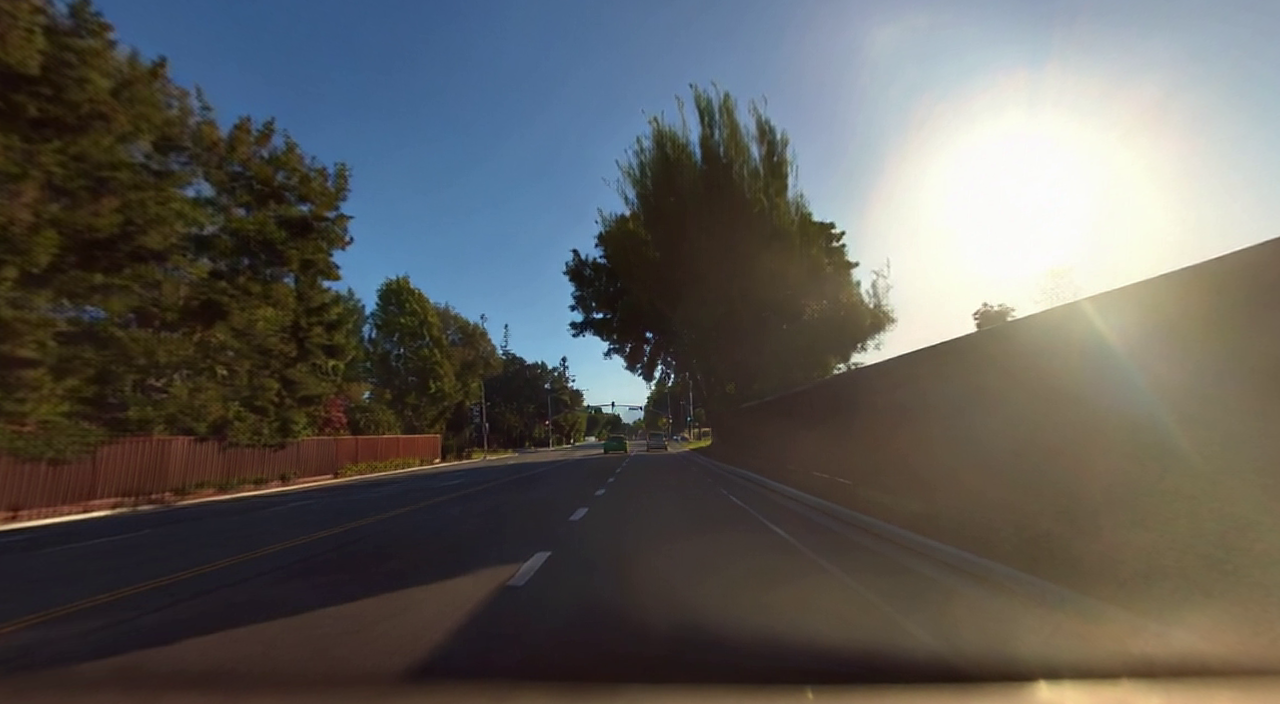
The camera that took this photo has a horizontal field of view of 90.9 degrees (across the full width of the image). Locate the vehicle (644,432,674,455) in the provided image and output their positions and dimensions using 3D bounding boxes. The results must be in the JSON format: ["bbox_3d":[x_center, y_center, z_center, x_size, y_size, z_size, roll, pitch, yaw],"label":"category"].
[{"bbox_3d":[1.386,6.940,47.698,2.127,1.665,3.993,0,-8,0],"label":"vehicle"}]
